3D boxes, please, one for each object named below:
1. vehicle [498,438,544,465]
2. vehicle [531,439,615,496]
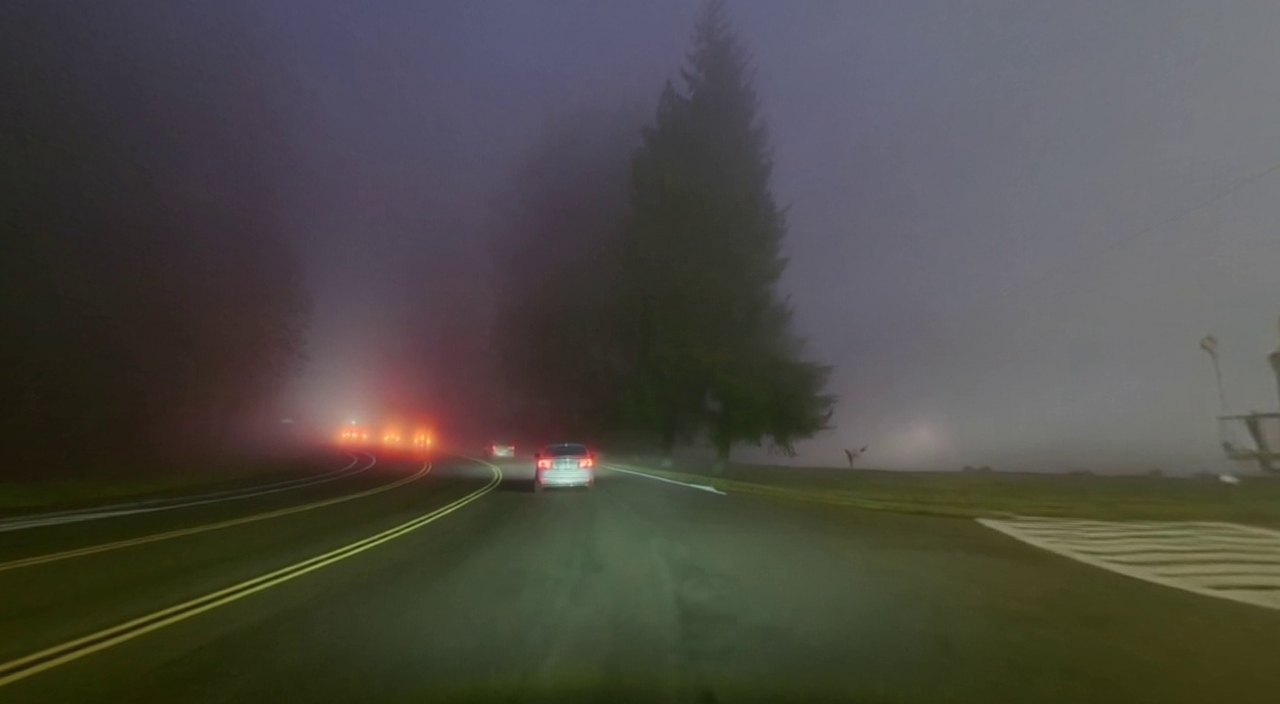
[{"bbox_3d":[-7.226,5.971,37.876,2.080,1.530,3.719,3,-9,-20],"label":"vehicle"},{"bbox_3d":[-2.147,3.474,19.353,2.296,1.510,4.068,1,-9,-9],"label":"vehicle"}]
